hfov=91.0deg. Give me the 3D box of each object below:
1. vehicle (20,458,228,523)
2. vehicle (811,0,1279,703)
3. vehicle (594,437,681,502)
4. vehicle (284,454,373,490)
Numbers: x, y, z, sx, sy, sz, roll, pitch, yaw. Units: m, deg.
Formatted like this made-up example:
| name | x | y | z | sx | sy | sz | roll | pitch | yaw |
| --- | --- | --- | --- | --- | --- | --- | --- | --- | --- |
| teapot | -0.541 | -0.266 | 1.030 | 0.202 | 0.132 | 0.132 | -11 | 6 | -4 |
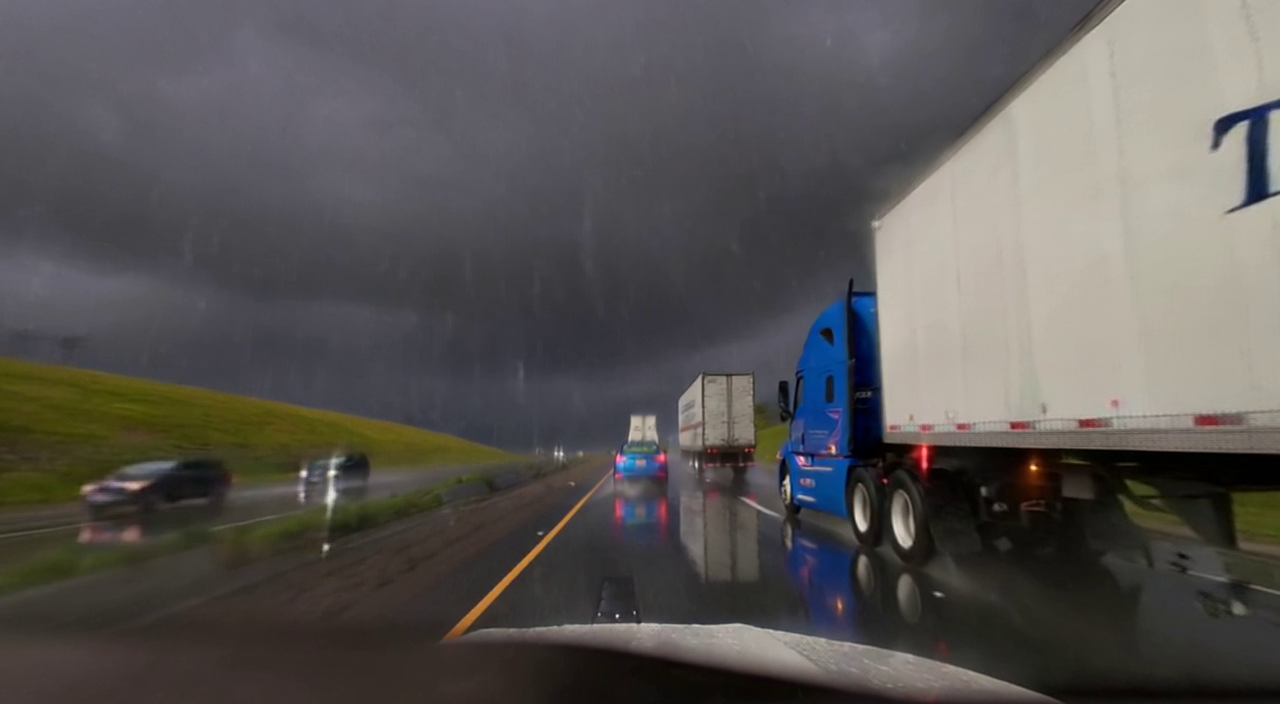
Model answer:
| name | x | y | z | sx | sy | sz | roll | pitch | yaw |
| --- | --- | --- | --- | --- | --- | --- | --- | --- | --- |
| vehicle | -14.531 | 3.879 | 18.197 | 2.046 | 1.490 | 4.634 | -1 | -8 | 1 |
| vehicle | 4.339 | -0.634 | 1.620 | 3.410 | 4.438 | 14.410 | 0 | -8 | -1 |
| vehicle | -0.084 | 3.056 | 16.831 | 2.045 | 1.507 | 3.763 | -1 | -8 | -1 |
| vehicle | -15.044 | 5.801 | 30.676 | 2.081 | 1.476 | 4.233 | -1 | -8 | 1 |
